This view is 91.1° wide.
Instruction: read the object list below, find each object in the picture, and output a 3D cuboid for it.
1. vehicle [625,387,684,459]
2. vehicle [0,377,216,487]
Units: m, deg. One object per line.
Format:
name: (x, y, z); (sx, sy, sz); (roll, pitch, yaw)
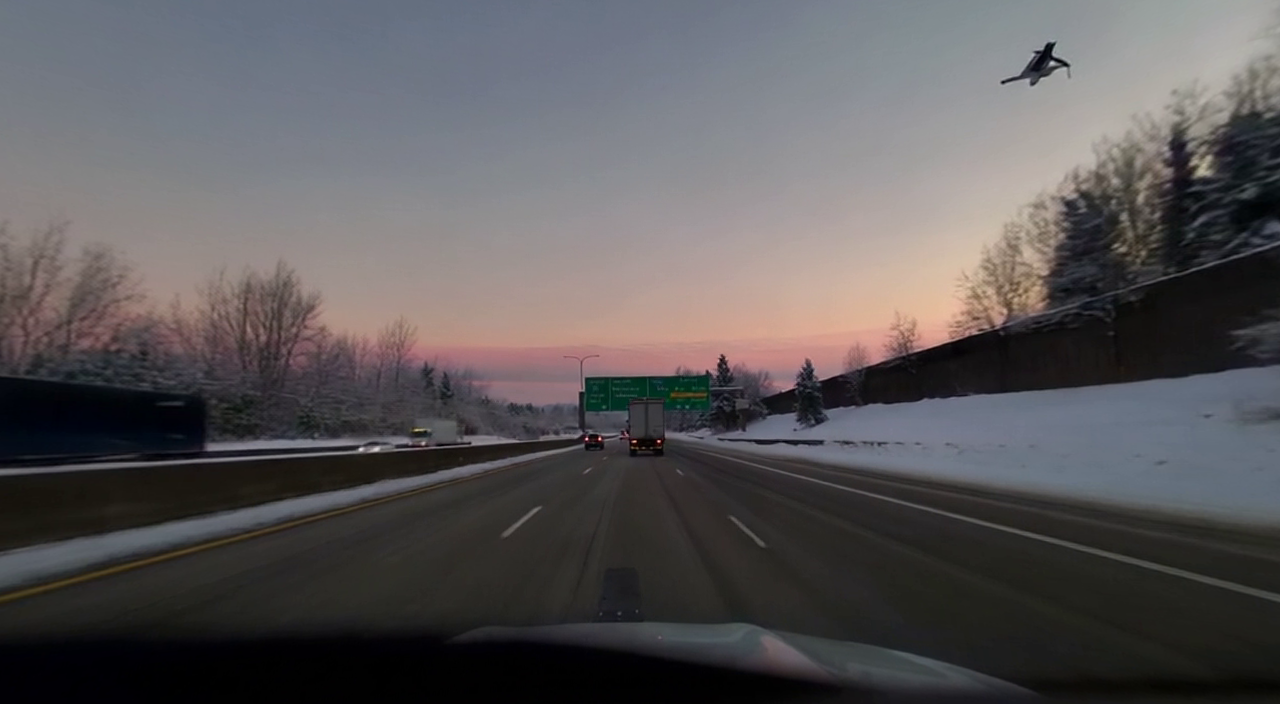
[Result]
vehicle: (0.604, 5.083, 43.301); (2.965, 3.972, 16.689); (0, -8, -2)
vehicle: (-25.848, 3.739, 29.011); (2.952, 4.139, 14.015); (0, -8, -1)
